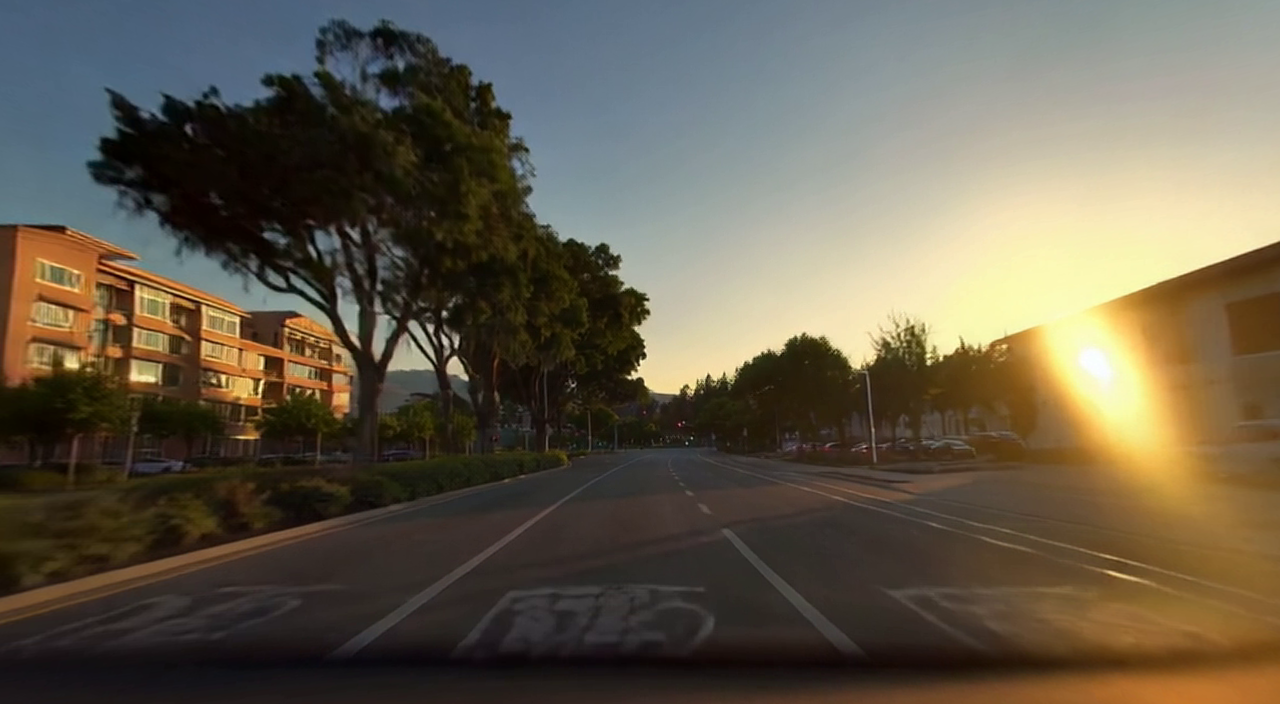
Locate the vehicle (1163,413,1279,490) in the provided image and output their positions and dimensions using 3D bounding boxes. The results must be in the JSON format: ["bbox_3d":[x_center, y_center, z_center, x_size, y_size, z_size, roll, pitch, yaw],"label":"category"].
[{"bbox_3d":[13.523,1.999,12.670,1.879,1.507,4.836,0,-9,1],"label":"vehicle"}]
